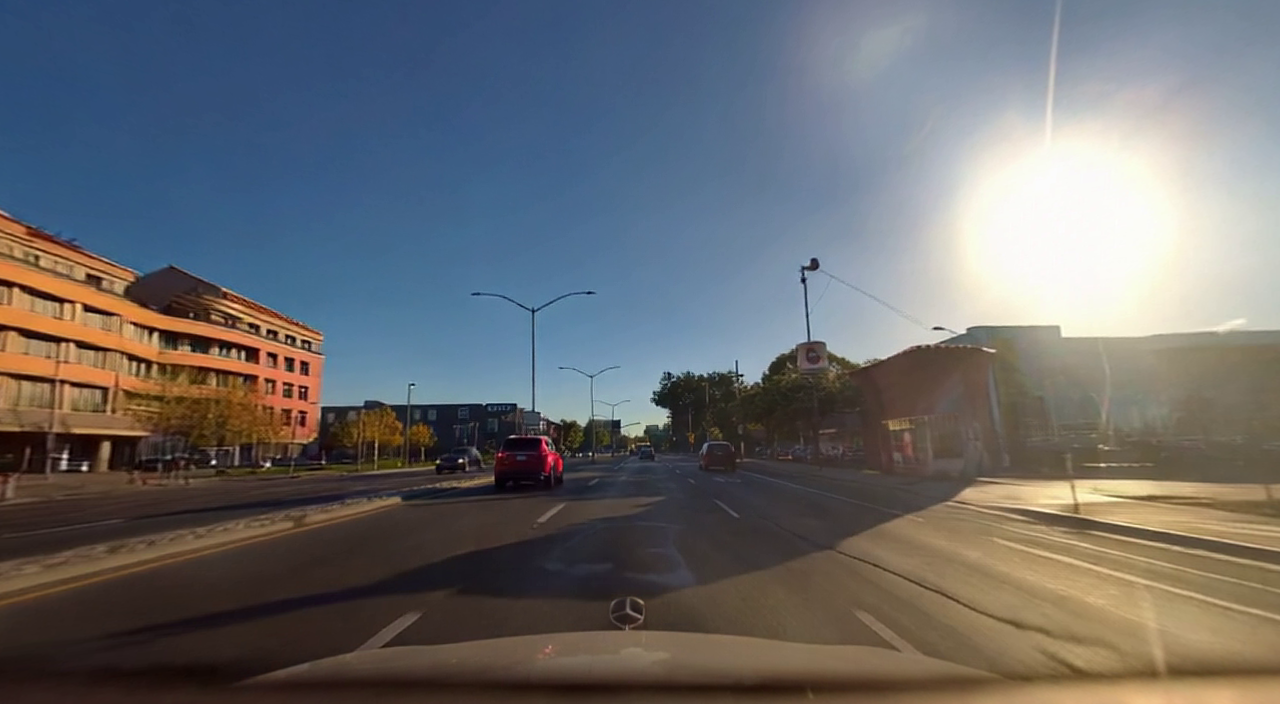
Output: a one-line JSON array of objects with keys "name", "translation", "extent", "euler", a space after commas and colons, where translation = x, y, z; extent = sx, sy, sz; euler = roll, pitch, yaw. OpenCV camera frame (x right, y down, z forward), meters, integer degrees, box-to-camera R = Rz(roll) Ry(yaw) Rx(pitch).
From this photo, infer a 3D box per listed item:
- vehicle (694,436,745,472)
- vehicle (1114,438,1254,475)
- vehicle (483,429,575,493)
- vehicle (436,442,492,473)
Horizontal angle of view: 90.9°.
[{"name": "vehicle", "translation": [4.145, 5.396, 33.464], "extent": [2.083, 1.779, 4.347], "euler": [0, -9, -1]}, {"name": "vehicle", "translation": [30.151, 5.804, 35.243], "extent": [2.274, 1.901, 5.570], "euler": [2, -9, -11]}, {"name": "vehicle", "translation": [-3.387, 3.429, 20.173], "extent": [2.047, 1.810, 4.414], "euler": [0, -9, 1]}, {"name": "vehicle", "translation": [-10.602, 6.347, 38.283], "extent": [2.098, 1.749, 4.584], "euler": [0, -8, -1]}]
